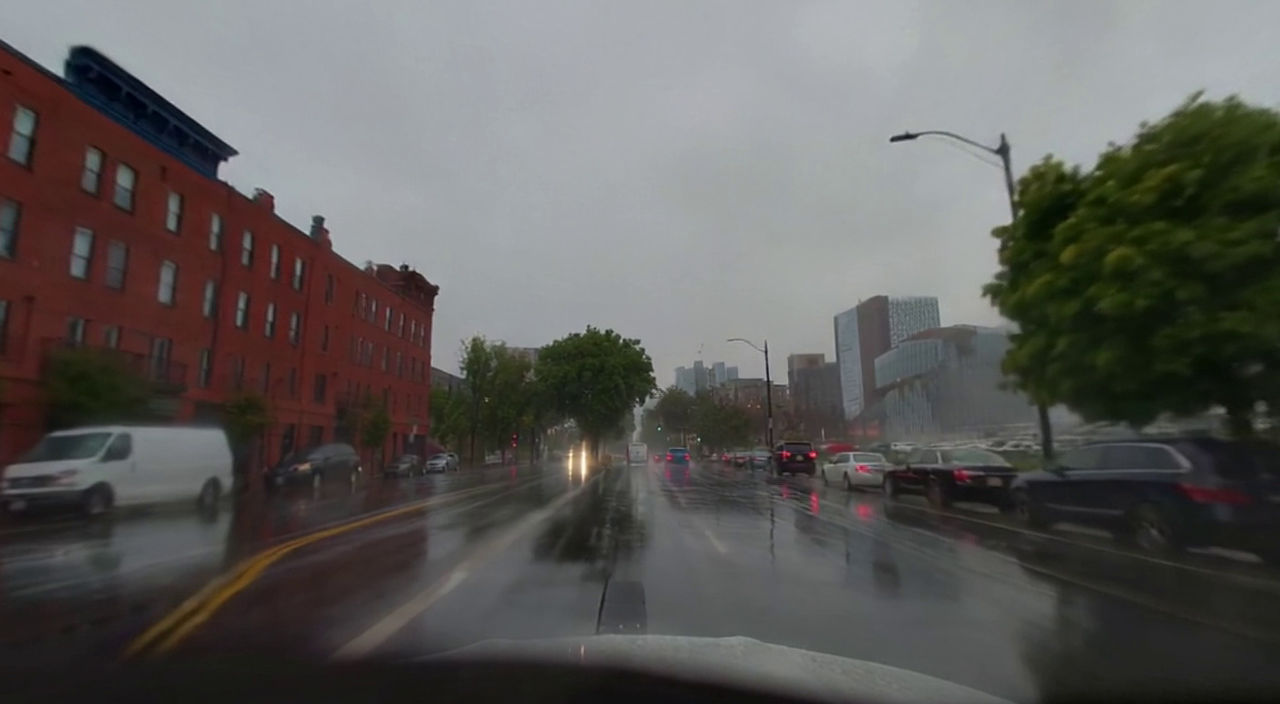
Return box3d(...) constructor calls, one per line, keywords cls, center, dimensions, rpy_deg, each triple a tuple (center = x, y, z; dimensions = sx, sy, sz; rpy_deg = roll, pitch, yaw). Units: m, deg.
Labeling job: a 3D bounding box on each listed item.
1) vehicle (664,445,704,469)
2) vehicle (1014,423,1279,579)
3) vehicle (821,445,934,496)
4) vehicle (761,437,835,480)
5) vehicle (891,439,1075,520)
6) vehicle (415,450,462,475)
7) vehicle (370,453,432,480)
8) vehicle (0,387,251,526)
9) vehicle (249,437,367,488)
box3d(cls="vehicle", center=(2.924, 7.119, 43.069), dimensions=(2.238, 1.499, 4.964), rpy_deg=(0, -8, -2))
box3d(cls="vehicle", center=(8.001, 1.970, 9.178), dimensions=(2.174, 1.697, 4.520), rpy_deg=(-1, -9, -2))
box3d(cls="vehicle", center=(7.812, 3.936, 21.334), dimensions=(2.018, 1.489, 4.620), rpy_deg=(-1, -9, 0))
box3d(cls="vehicle", center=(7.868, 5.367, 31.996), dimensions=(2.305, 1.984, 5.002), rpy_deg=(-1, -9, -1))
box3d(cls="vehicle", center=(7.865, 2.941, 15.025), dimensions=(2.054, 1.628, 3.841), rpy_deg=(-1, -9, -2))
box3d(cls="vehicle", center=(-15.001, 8.244, 47.274), dimensions=(2.063, 1.735, 4.317), rpy_deg=(0, -8, 1))
box3d(cls="vehicle", center=(-15.013, 7.189, 39.930), dimensions=(1.953, 1.456, 4.690), rpy_deg=(0, -8, 2))
box3d(cls="vehicle", center=(-14.714, 2.833, 17.705), dimensions=(3.047, 3.098, 6.783), rpy_deg=(0, -8, 2))
box3d(cls="vehicle", center=(-14.346, 4.953, 27.796), dimensions=(2.330, 2.013, 5.310), rpy_deg=(0, -12, -1))
